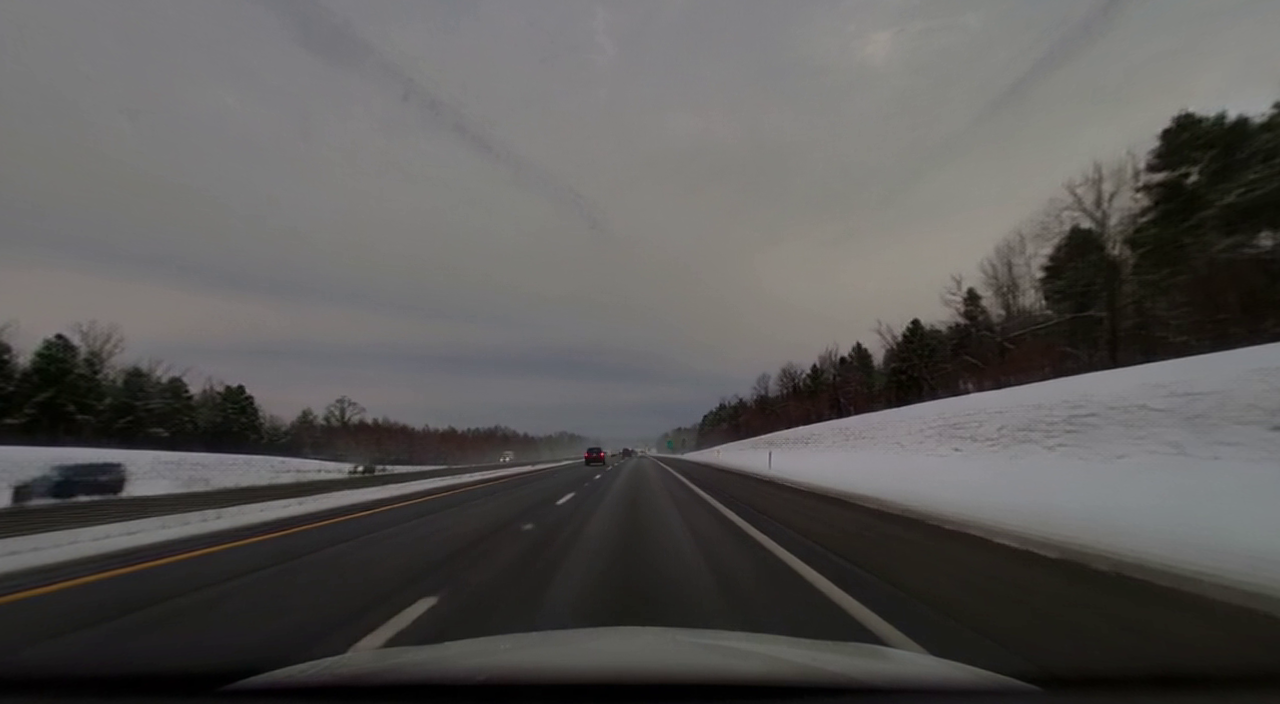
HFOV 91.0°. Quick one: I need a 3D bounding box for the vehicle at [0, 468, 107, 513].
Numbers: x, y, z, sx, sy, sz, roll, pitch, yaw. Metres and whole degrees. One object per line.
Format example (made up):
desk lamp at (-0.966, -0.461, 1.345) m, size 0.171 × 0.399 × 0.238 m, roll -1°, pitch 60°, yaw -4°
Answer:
vehicle at (-32.627, 7.389, 34.131) m, size 2.239 × 1.986 × 5.886 m, roll 0°, pitch -9°, yaw 0°
